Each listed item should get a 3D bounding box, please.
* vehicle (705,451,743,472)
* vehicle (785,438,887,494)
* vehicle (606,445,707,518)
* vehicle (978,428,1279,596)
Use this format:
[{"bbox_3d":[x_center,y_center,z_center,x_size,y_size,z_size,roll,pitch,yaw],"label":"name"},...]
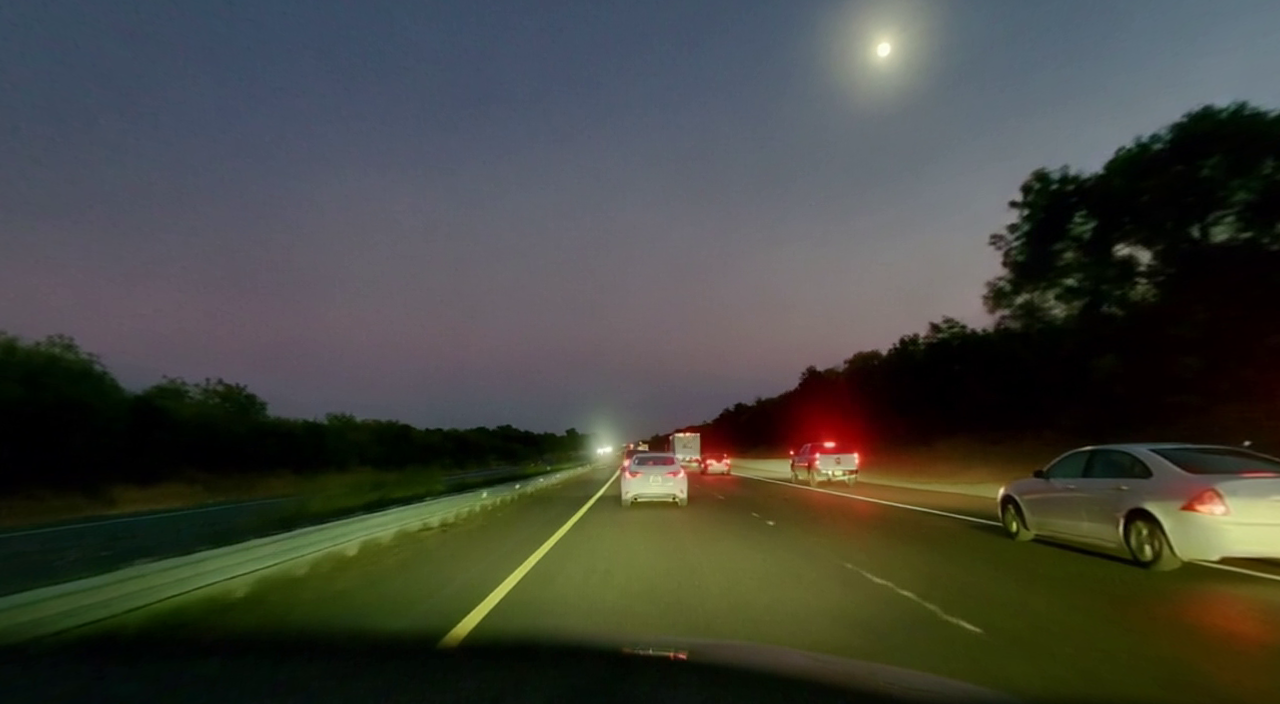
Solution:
[{"bbox_3d":[5.979,7.811,45.059,1.921,1.451,3.841,0,-9,-4],"label":"vehicle"},{"bbox_3d":[6.514,3.834,21.490,1.980,1.702,4.235,0,-9,-2],"label":"vehicle"},{"bbox_3d":[0.306,2.994,15.021,2.076,1.485,3.774,0,-9,-1],"label":"vehicle"},{"bbox_3d":[6.301,1.755,7.746,1.965,1.484,4.090,0,-9,0],"label":"vehicle"}]
